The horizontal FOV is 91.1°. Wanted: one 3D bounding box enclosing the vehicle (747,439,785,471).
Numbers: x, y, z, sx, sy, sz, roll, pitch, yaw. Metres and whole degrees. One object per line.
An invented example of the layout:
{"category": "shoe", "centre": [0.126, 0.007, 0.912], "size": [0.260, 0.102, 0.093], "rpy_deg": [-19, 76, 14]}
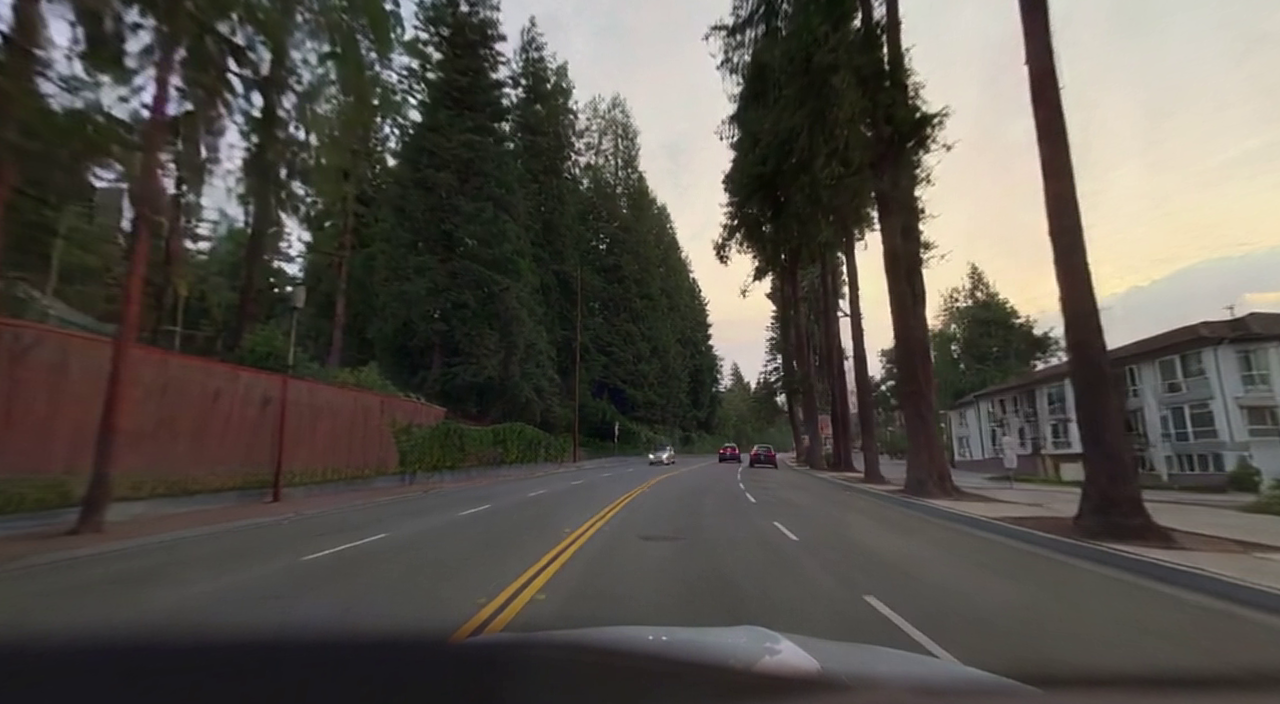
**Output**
{"category": "vehicle", "centre": [7.673, 6.286, 38.605], "size": [2.069, 1.791, 4.422], "rpy_deg": [-1, -8, 9]}

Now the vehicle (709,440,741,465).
{"category": "vehicle", "centre": [6.669, 7.819, 48.906], "size": [2.158, 1.852, 4.485], "rpy_deg": [-2, -9, 11]}
